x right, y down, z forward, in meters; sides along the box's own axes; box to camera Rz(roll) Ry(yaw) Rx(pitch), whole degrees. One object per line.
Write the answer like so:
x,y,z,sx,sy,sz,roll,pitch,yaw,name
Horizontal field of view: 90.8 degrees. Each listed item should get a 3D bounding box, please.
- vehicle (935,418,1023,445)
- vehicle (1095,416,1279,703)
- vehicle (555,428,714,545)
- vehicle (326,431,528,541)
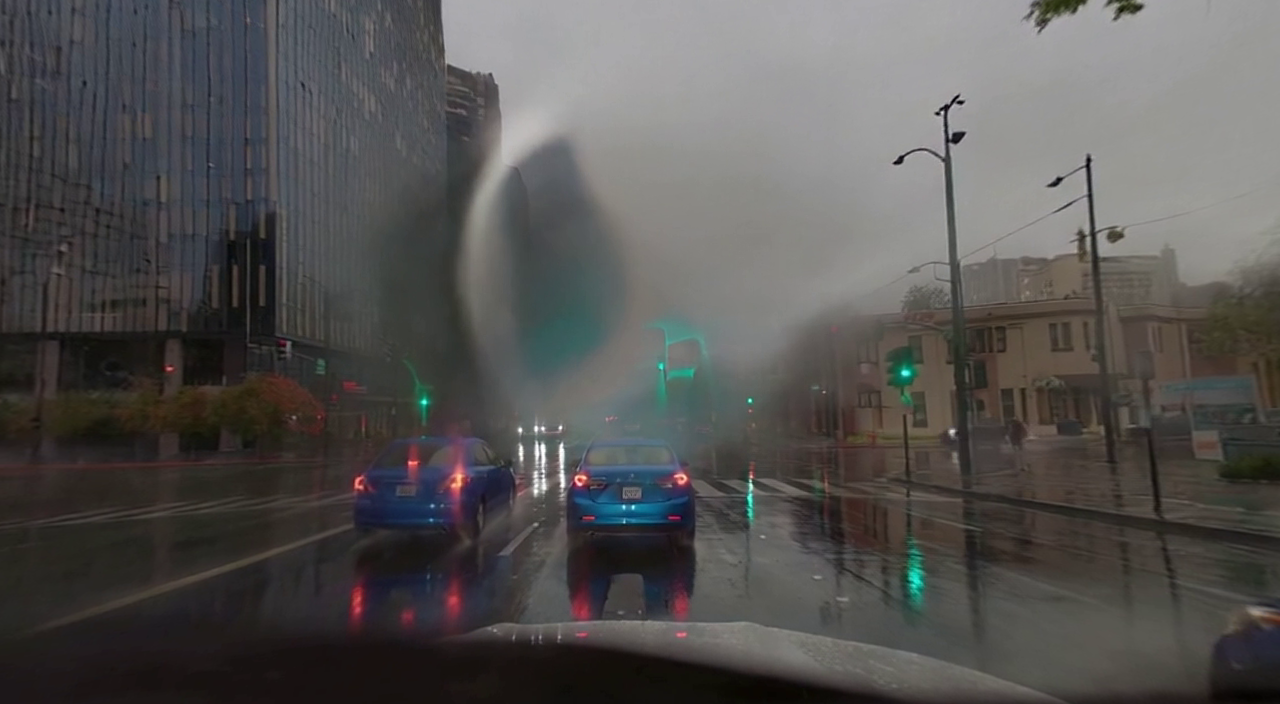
24.654,5.803,46.071,5.201,1.894,2.178,0,-8,-3,vehicle
3.108,0.739,0.754,1.915,1.434,4.175,0,-8,-2,vehicle
-0.138,2.000,10.018,2.016,1.478,3.795,0,-8,-2,vehicle
-3.307,2.169,10.969,1.995,1.479,4.627,0,-8,-1,vehicle
